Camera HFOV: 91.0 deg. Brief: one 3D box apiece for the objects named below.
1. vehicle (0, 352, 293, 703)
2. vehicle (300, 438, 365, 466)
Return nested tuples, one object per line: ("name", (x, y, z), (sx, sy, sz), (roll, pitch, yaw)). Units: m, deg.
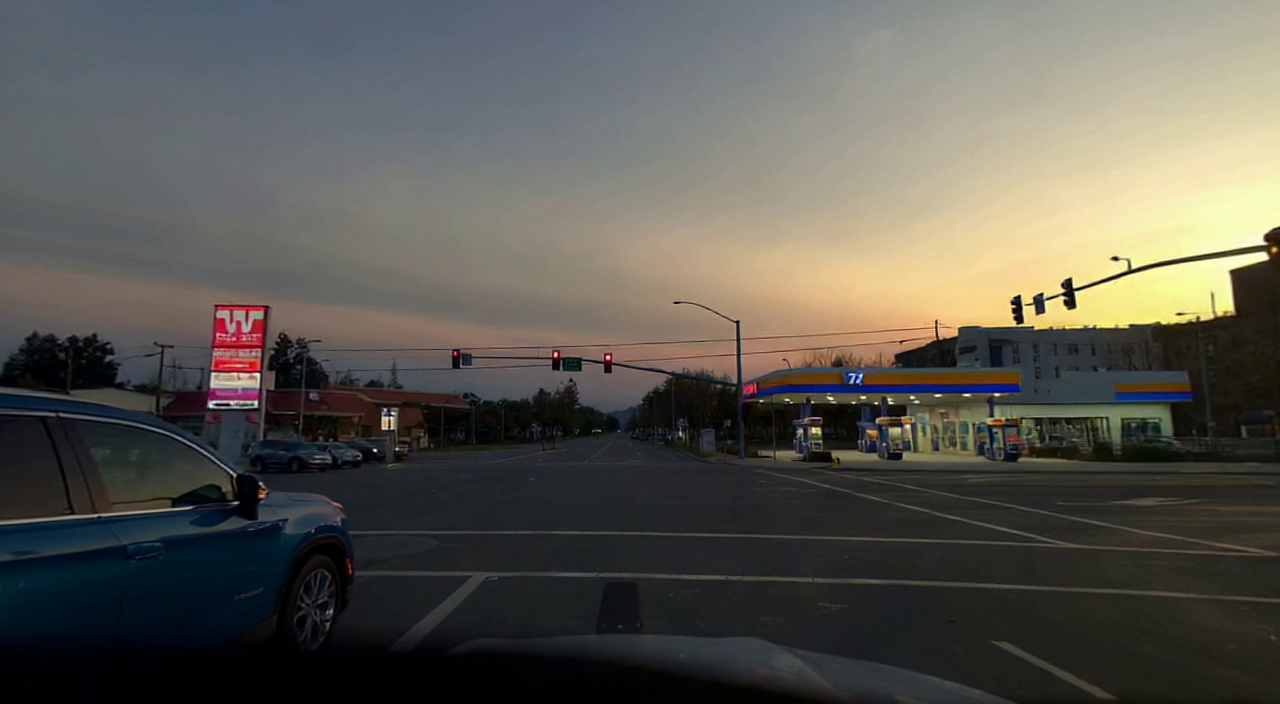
("vehicle", (-3.423, 0.806, 2.038), (2.053, 1.690, 4.364), (0, -9, 0))
("vehicle", (-20.465, 6.679, 42.145), (2.004, 1.699, 4.486), (0, -9, 1))
